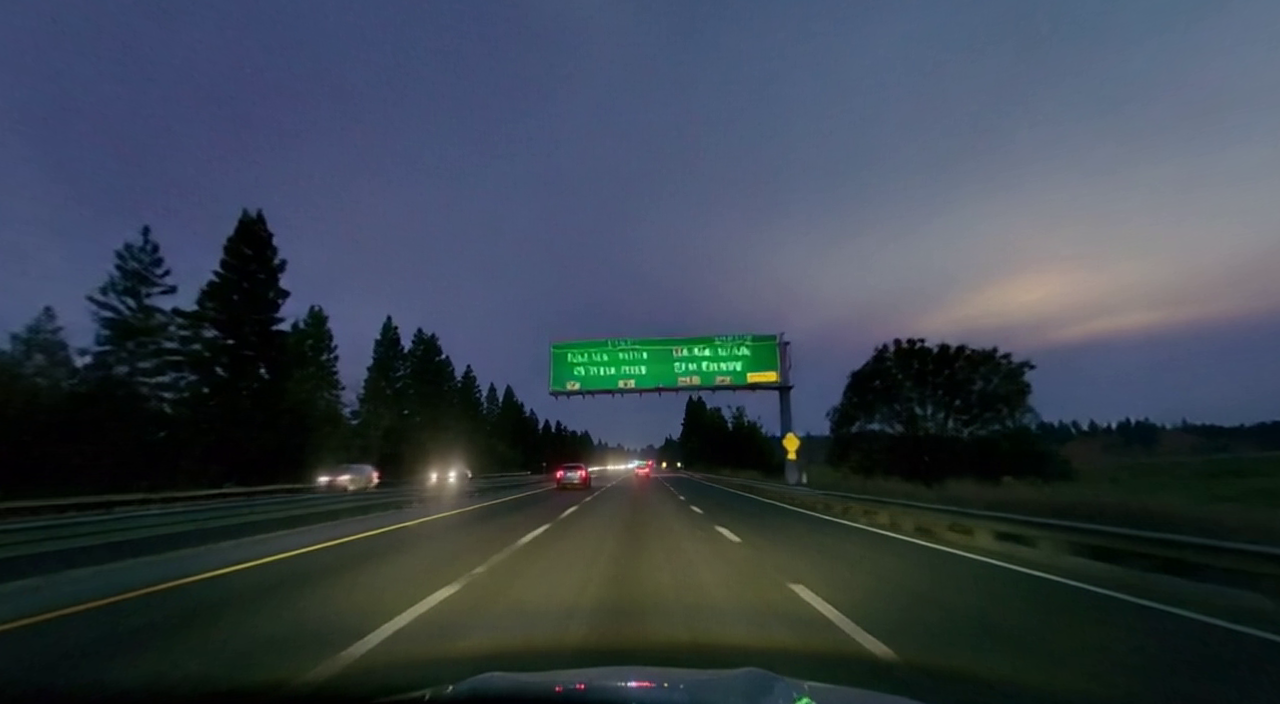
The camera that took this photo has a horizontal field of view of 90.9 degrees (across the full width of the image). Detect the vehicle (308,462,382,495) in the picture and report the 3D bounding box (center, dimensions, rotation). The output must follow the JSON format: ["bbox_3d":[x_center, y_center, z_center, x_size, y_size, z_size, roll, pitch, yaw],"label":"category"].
[{"bbox_3d":[-17.466,7.512,37.585,1.931,1.758,4.915,0,-10,1],"label":"vehicle"}]

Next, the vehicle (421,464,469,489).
[{"bbox_3d":[-13.961,8.912,45.337,2.021,1.674,4.329,1,-10,0],"label":"vehicle"}]

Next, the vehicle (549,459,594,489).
[{"bbox_3d":[-3.866,7.011,36.365,2.081,1.586,4.245,0,-10,1],"label":"vehicle"}]
